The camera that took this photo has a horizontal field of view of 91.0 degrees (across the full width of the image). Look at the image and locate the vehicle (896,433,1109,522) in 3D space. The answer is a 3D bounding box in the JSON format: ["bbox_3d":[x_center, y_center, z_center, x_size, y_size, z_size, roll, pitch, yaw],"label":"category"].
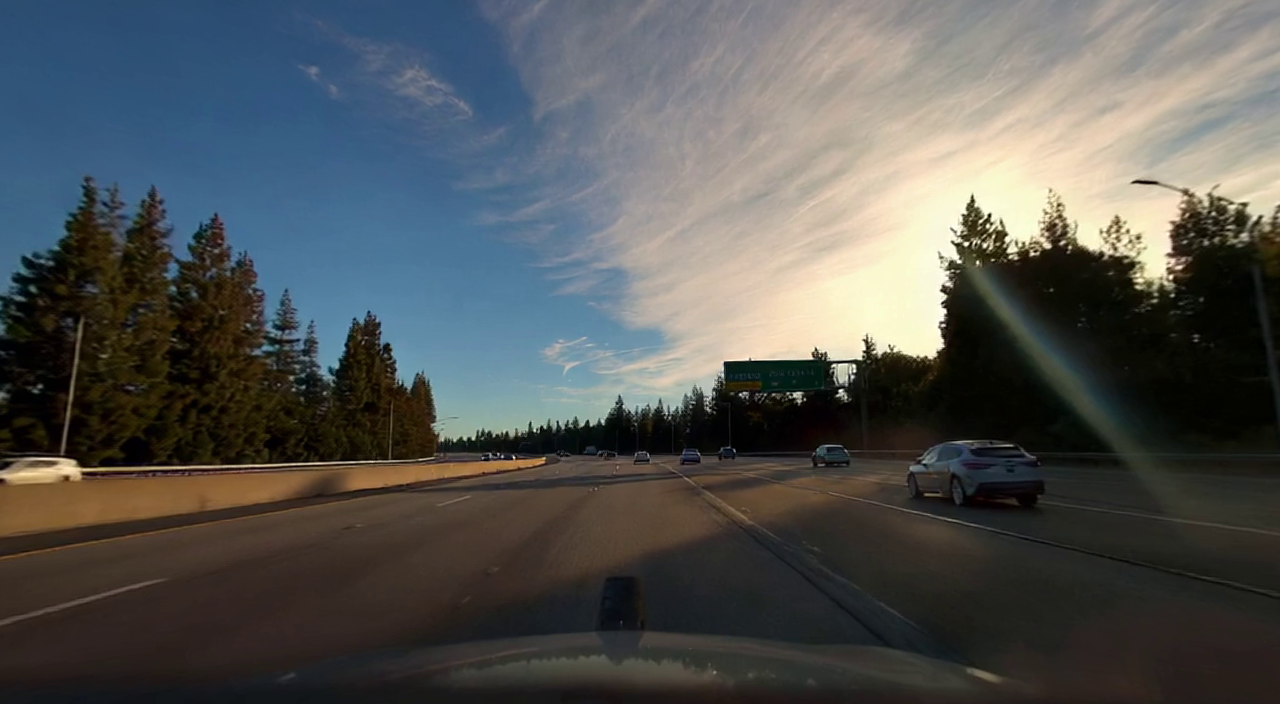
[{"bbox_3d":[7.696,2.688,14.000,2.124,1.661,4.267,0,-9,-1],"label":"vehicle"}]

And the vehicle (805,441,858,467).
[{"bbox_3d":[14.206,7.609,47.163,2.107,1.803,5.385,0,-9,-2],"label":"vehicle"}]
